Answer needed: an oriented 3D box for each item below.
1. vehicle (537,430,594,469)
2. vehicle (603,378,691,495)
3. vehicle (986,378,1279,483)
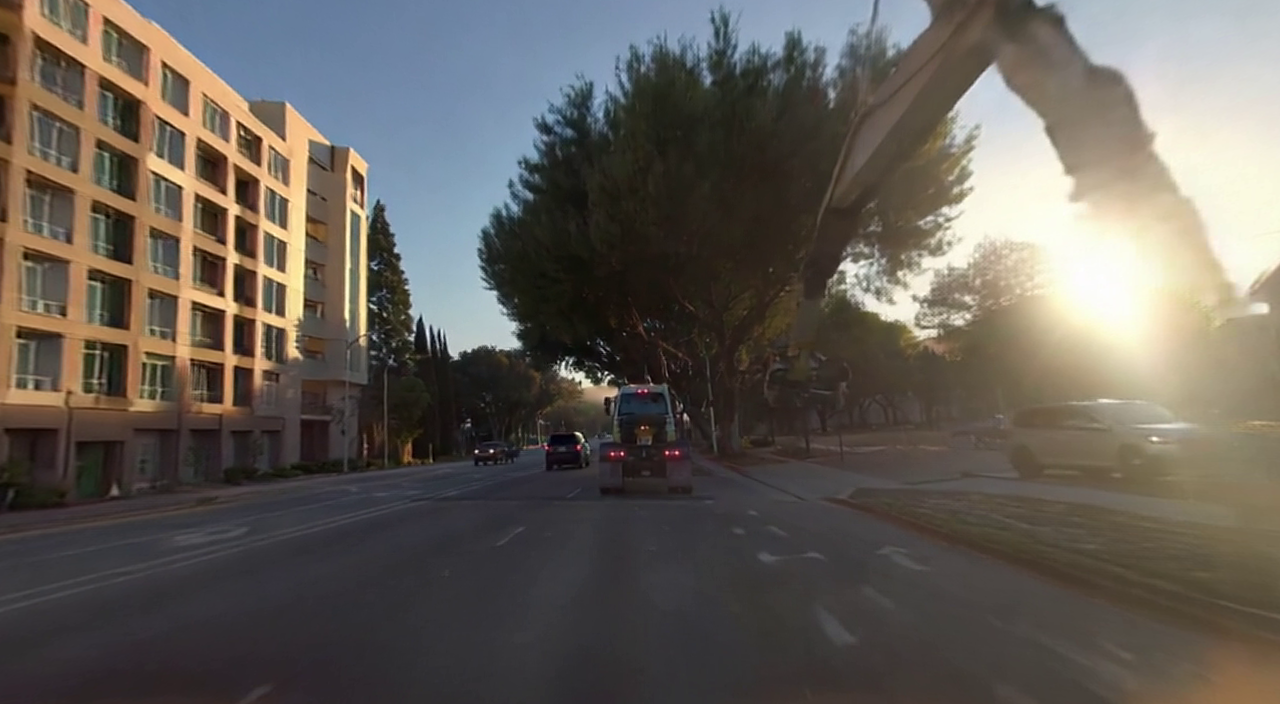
[{"bbox_3d":[-3.431,4.601,29.835,2.081,1.688,4.235,-1,-8,1],"label":"vehicle"},{"bbox_3d":[0.080,3.286,24.567,2.552,3.461,11.044,-1,-8,-1],"label":"vehicle"},{"bbox_3d":[10.190,1.707,13.568,2.186,1.783,4.716,-1,-8,-10],"label":"vehicle"}]
